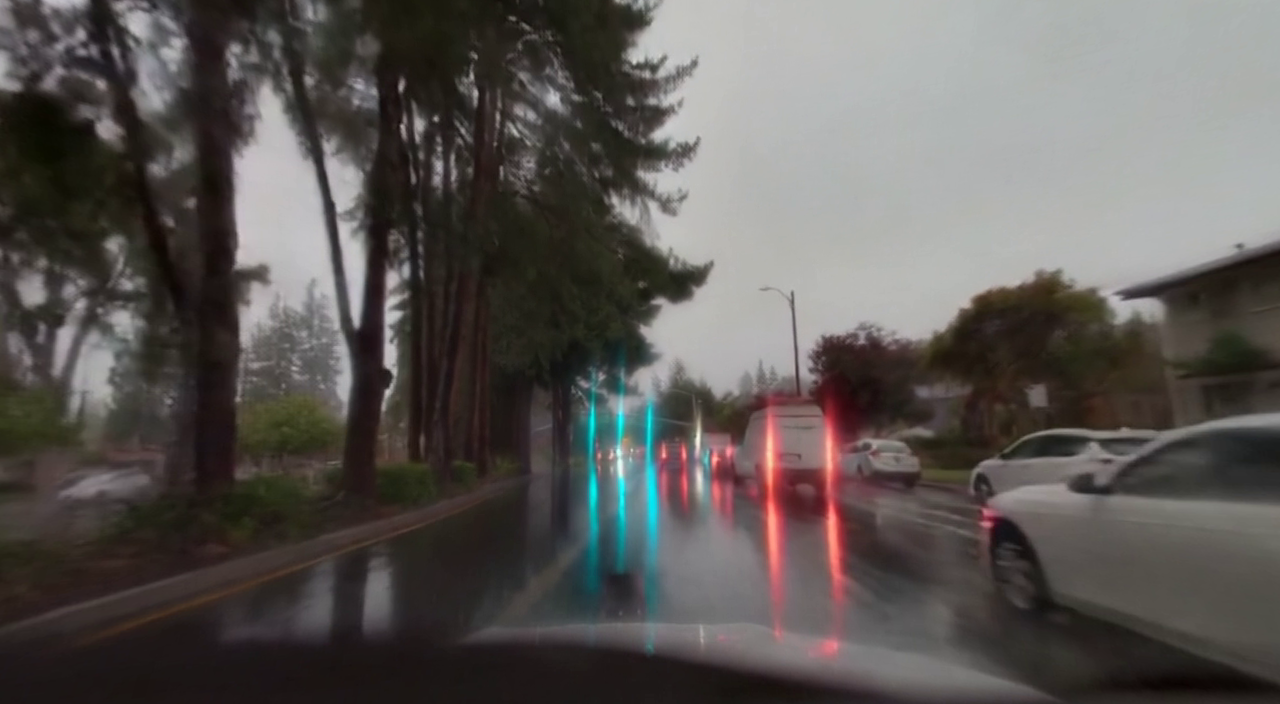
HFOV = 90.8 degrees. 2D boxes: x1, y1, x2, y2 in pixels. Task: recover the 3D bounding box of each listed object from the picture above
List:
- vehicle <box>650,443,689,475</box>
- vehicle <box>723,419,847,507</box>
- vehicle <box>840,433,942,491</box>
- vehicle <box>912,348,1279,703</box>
[{"bbox_3d":[1.647,6.022,35.690,2.052,1.693,4.554,0,-9,2],"label":"vehicle"},{"bbox_3d":[3.910,3.169,18.394,2.268,2.090,6.113,0,-9,1],"label":"vehicle"},{"bbox_3d":[8.891,3.938,22.862,1.992,1.840,4.646,0,-9,3],"label":"vehicle"},{"bbox_3d":[3.468,0.989,3.322,2.041,1.688,4.717,0,-9,1],"label":"vehicle"}]
